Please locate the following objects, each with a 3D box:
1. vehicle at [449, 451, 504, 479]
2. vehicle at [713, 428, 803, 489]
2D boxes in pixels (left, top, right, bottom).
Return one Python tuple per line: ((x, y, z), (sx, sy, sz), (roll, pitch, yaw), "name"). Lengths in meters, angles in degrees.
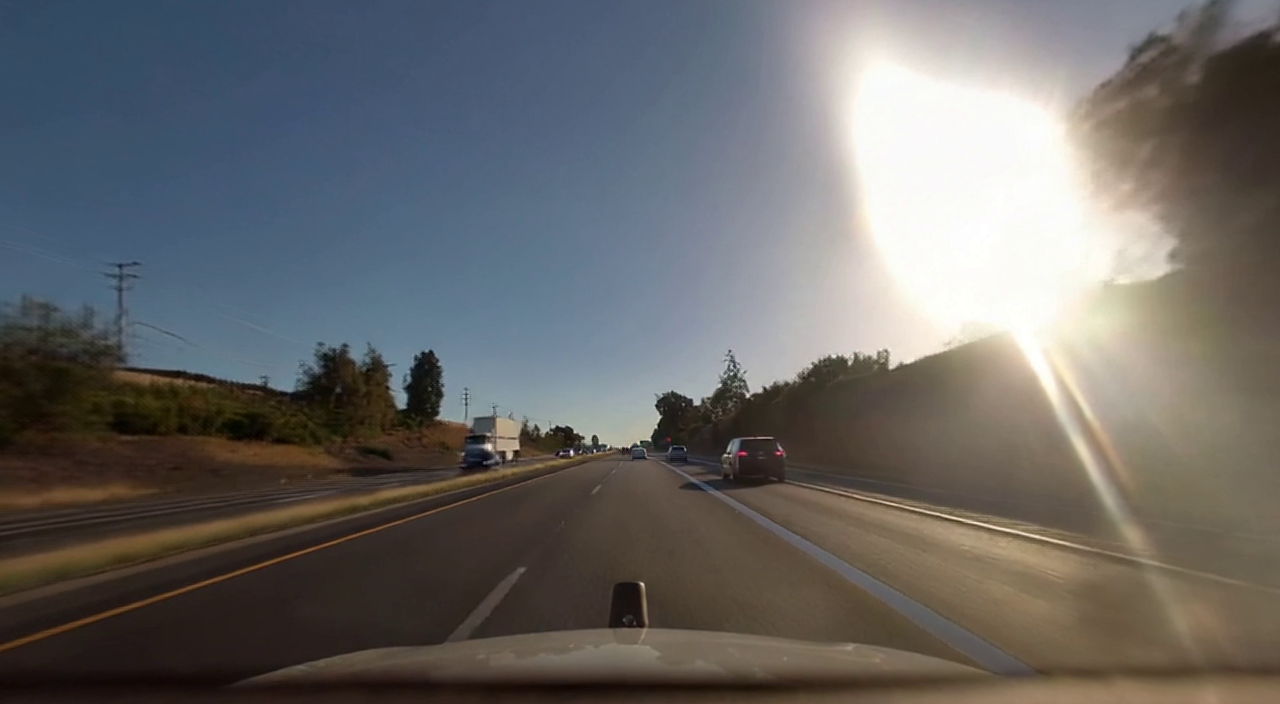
((-9.319, 6.440, 36.061), (1.967, 1.492, 4.280), (0, -9, 0), "vehicle")
((4.038, 3.790, 22.488), (2.177, 1.914, 5.245), (0, -9, 0), "vehicle")
